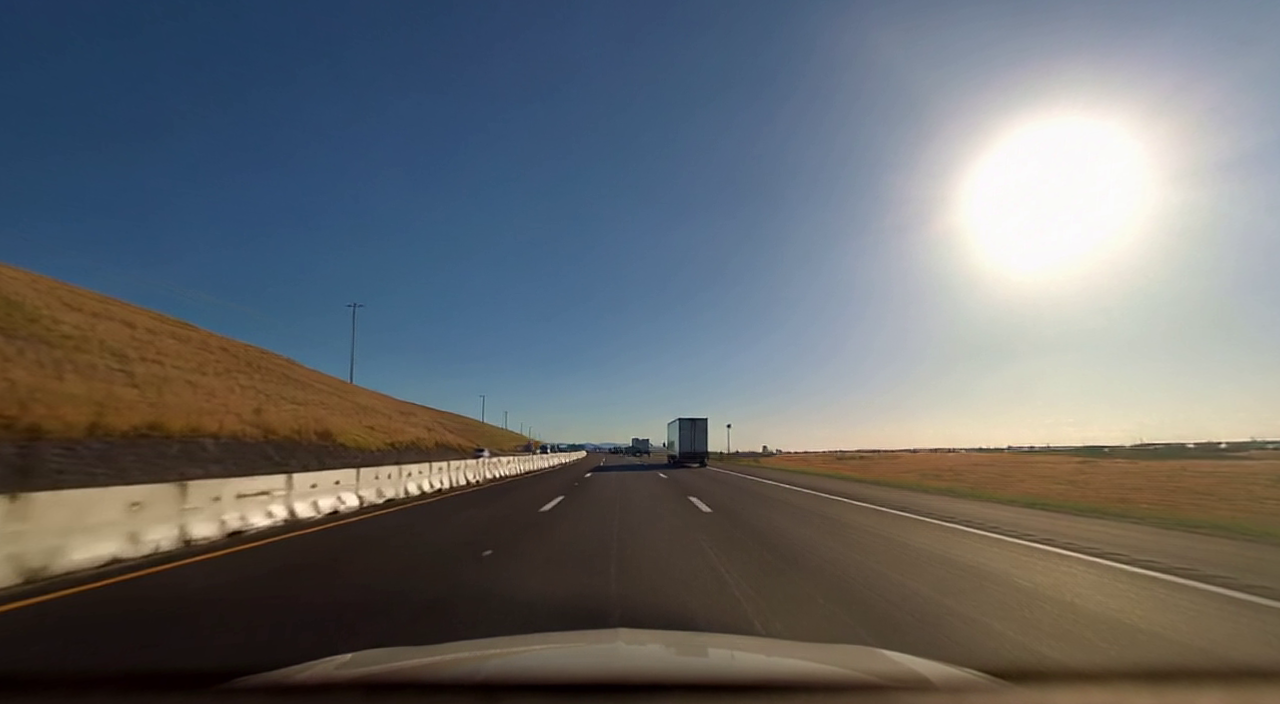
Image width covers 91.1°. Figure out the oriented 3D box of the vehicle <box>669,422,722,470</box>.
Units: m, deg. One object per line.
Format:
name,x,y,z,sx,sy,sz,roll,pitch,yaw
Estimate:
vehicle,3.220,5.620,37.717,2.527,2.682,4.082,0,-9,-4
